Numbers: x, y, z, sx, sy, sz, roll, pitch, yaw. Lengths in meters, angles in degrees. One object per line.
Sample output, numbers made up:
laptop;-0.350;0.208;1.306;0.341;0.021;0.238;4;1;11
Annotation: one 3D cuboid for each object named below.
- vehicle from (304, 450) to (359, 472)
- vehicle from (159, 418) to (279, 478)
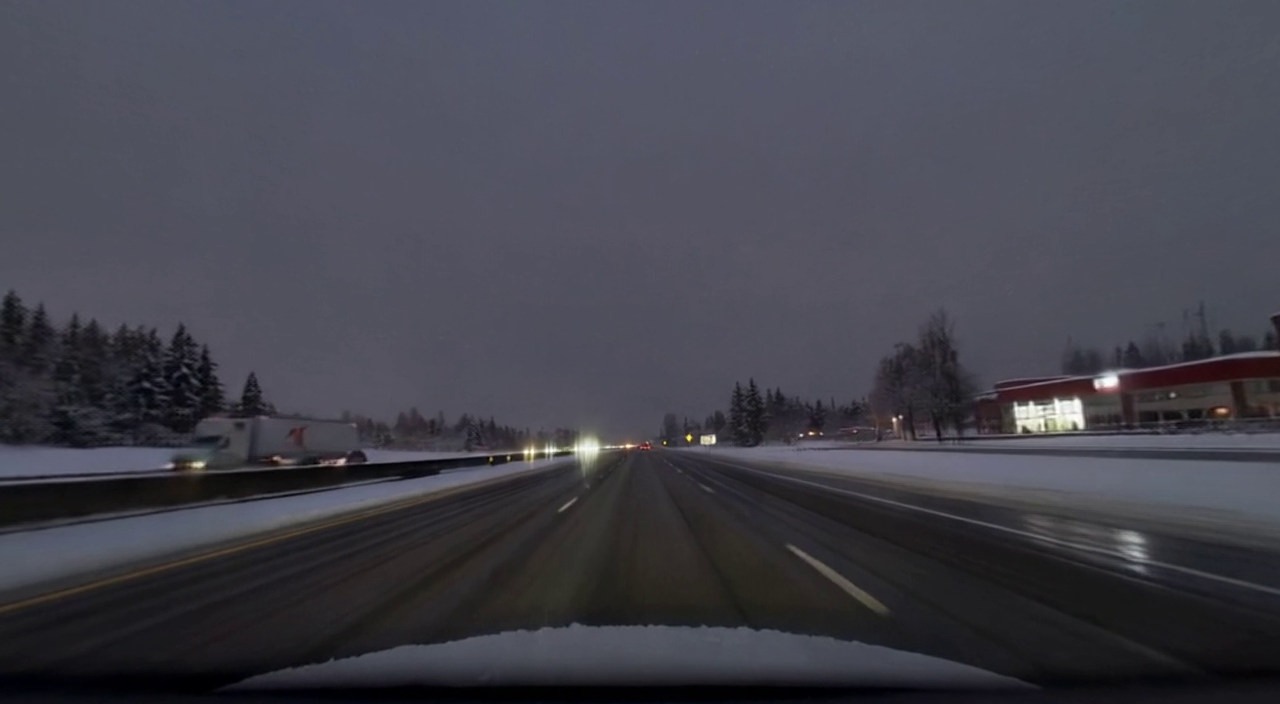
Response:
vehicle;-23.258;8.202;47.714;1.858;1.479;4.491;0;-8;1
vehicle;-30.897;7.085;46.909;3.024;4.022;8.318;0;-8;0
